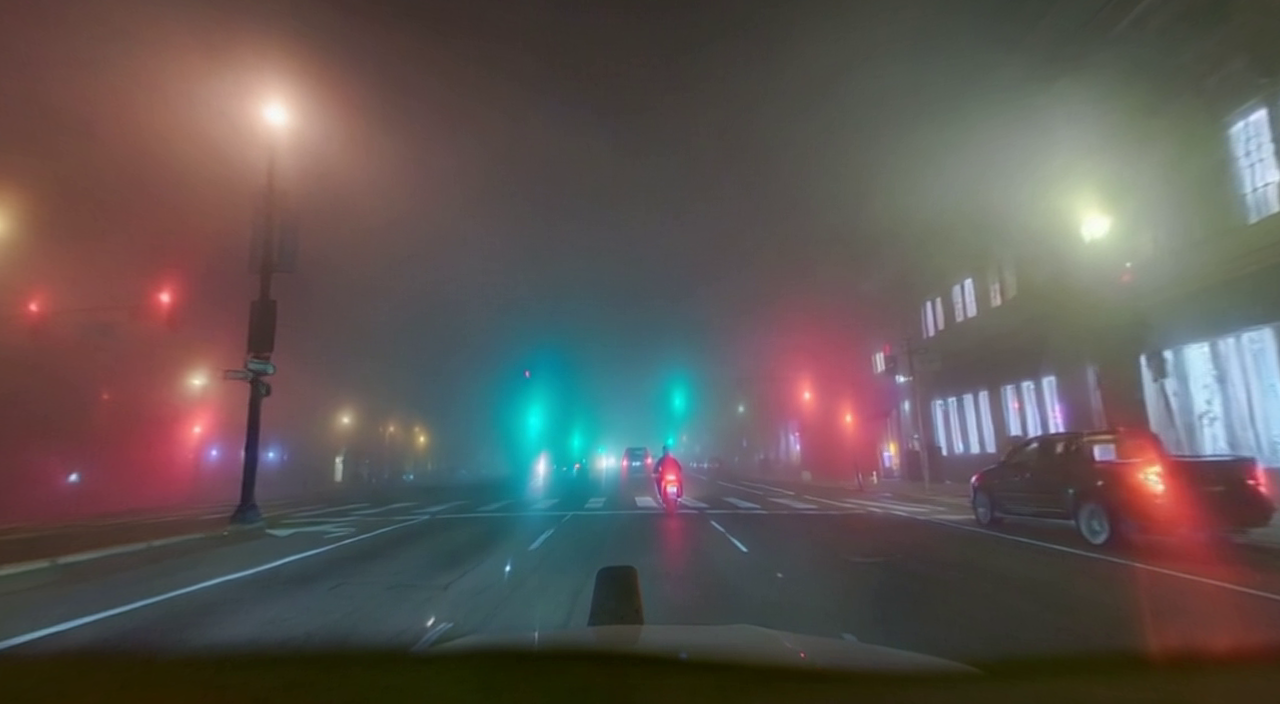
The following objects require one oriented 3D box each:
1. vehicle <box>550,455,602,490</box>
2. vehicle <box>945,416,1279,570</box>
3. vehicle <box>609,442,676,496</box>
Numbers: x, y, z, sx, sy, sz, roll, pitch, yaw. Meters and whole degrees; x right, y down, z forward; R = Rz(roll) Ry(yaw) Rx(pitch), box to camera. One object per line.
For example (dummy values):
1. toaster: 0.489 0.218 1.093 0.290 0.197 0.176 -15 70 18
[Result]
1. vehicle: -3.001 5.725 30.345 2.014 1.470 4.552 0 -9 0
2. vehicle: 7.163 2.028 9.974 2.018 1.772 4.968 0 -9 -2
3. vehicle: 0.019 4.223 23.245 2.223 1.775 4.250 0 -9 -2
